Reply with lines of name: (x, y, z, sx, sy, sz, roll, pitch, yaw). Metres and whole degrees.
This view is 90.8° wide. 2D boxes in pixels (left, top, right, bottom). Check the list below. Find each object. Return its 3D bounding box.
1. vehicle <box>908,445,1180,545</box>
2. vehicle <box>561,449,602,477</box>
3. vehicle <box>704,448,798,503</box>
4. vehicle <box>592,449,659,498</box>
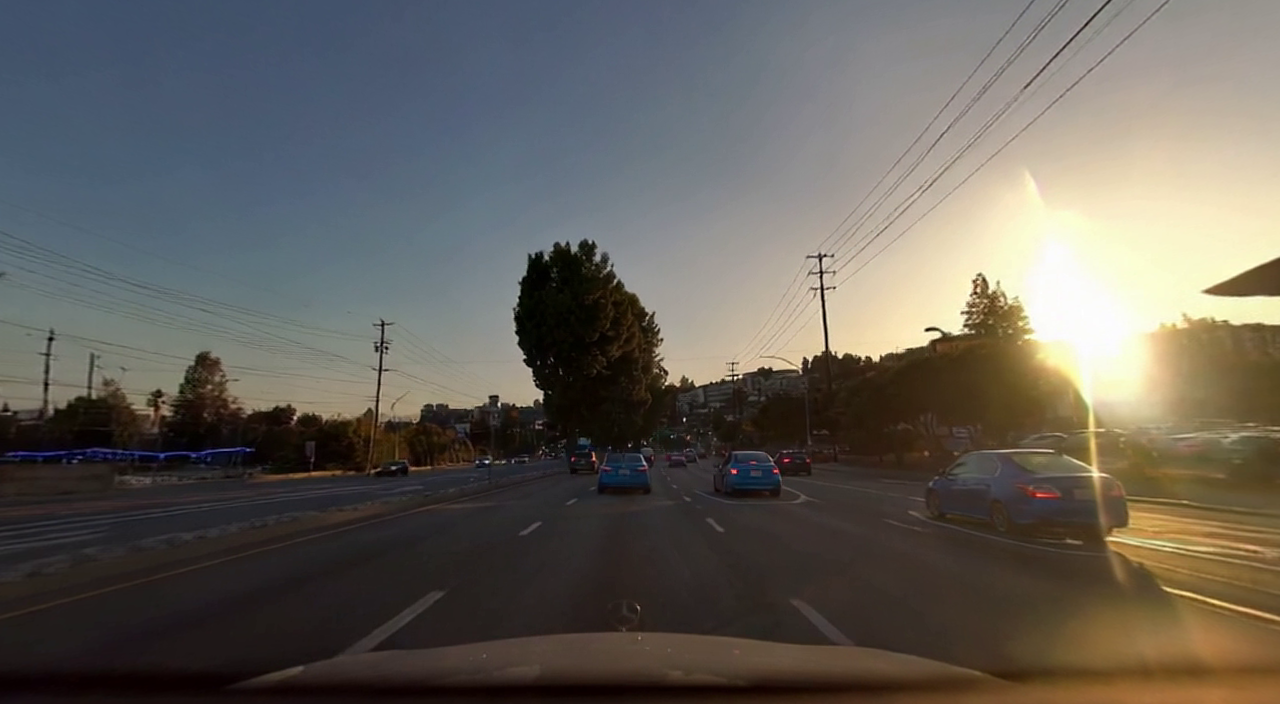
vehicle: (6.926, 2.452, 11.590, 2.004, 1.455, 4.417, 0, -9, -1)
vehicle: (-3.623, 6.992, 39.960, 2.073, 1.606, 4.364, 0, -9, 1)
vehicle: (3.332, 3.814, 19.985, 2.053, 1.490, 4.464, 0, -9, -2)
vehicle: (-0.457, 4.087, 21.711, 2.065, 1.464, 4.216, 0, -9, 0)
